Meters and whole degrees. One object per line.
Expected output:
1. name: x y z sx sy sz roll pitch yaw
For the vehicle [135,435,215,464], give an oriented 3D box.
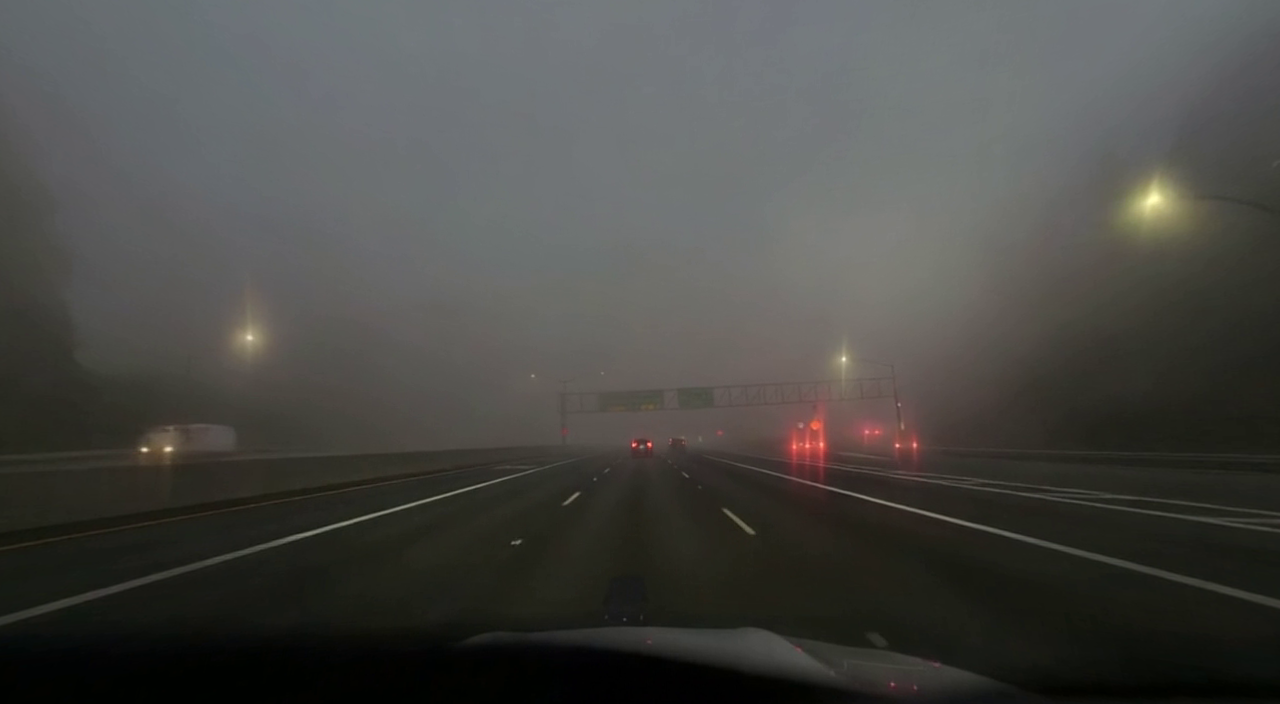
1. vehicle: -36.075 7.590 49.160 2.264 2.044 5.536 0 -8 -3
